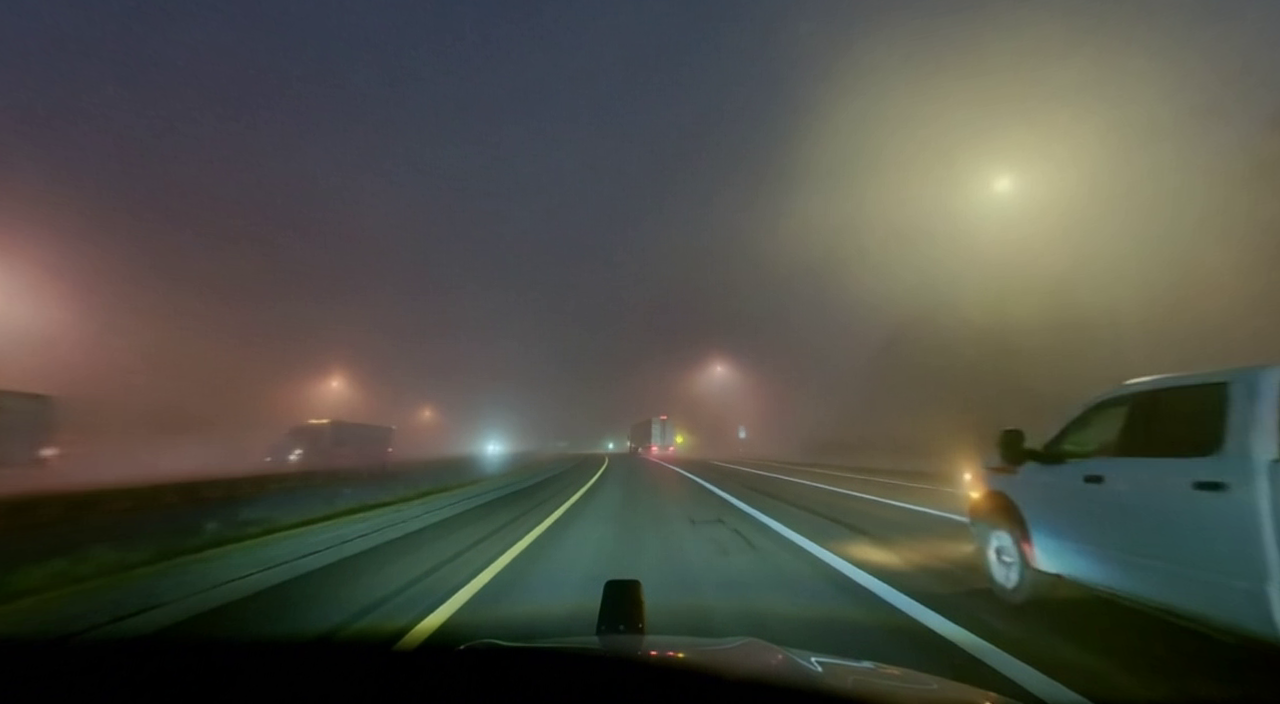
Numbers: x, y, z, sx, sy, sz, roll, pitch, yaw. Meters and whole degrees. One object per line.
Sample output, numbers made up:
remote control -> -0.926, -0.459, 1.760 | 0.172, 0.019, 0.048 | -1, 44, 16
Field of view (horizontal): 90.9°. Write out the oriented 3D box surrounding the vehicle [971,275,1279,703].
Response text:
vehicle -> 4.030, 0.602, 2.483 | 2.383, 1.959, 5.669 | 0, -8, 0
